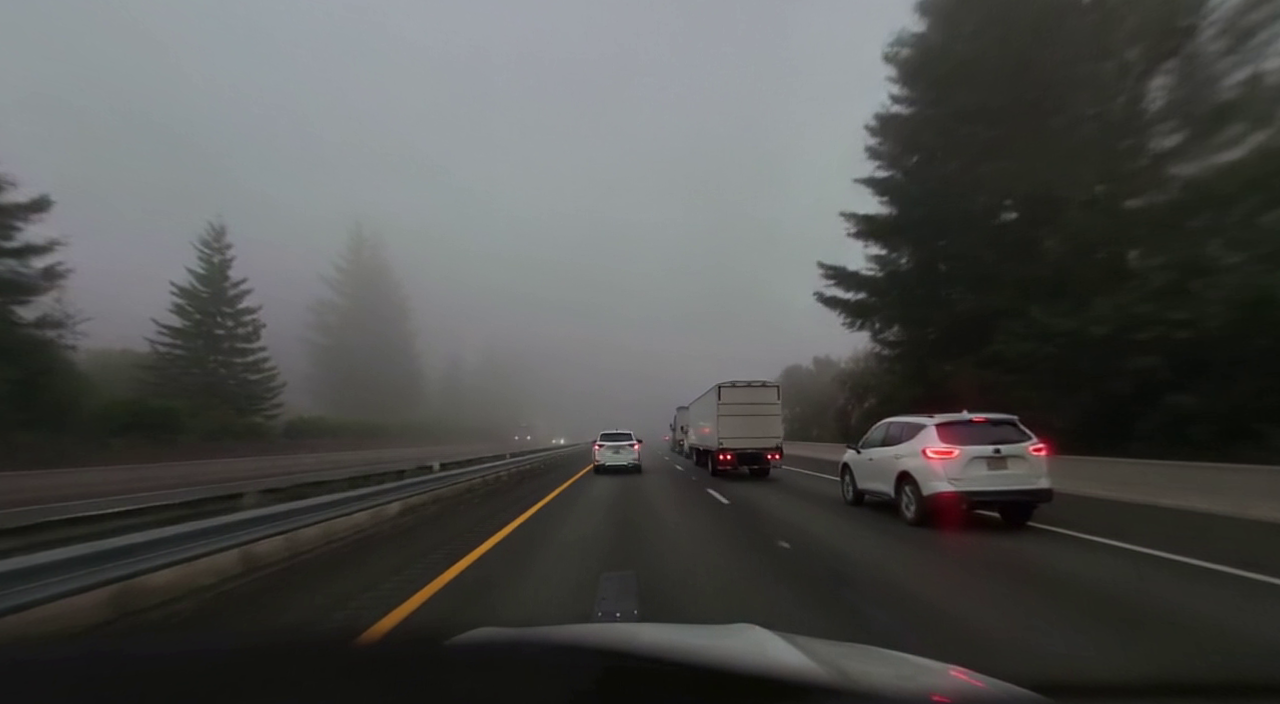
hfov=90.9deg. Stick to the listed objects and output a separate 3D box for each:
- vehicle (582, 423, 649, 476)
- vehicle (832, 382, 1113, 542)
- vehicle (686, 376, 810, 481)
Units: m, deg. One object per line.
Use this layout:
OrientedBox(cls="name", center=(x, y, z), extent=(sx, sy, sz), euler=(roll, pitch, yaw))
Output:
OrientedBox(cls="vehicle", center=(-0.771, 3.296, 21.624), extent=(2.082, 1.638, 4.055), euler=(0, -7, 0))
OrientedBox(cls="vehicle", center=(4.601, 1.572, 9.576), extent=(2.011, 1.905, 3.905), euler=(0, -8, -2))
OrientedBox(cls="vehicle", center=(3.418, 2.759, 22.517), extent=(2.723, 3.027, 8.478), euler=(0, -7, -1))
